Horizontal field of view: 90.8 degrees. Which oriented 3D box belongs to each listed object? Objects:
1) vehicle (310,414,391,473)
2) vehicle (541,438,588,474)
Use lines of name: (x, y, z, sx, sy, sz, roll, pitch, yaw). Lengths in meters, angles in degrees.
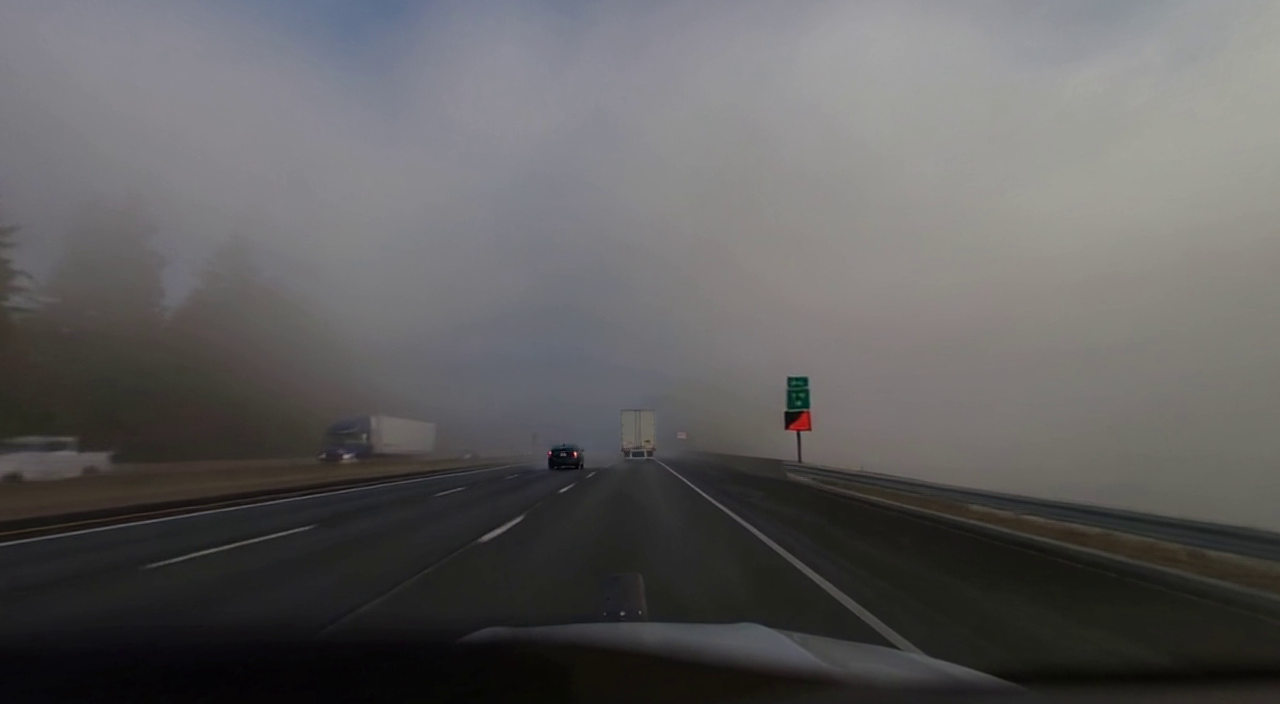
vehicle: (-20.850, 6.668, 45.865, 3.033, 3.995, 5.883, 0, -9, -1)
vehicle: (-4.183, 5.839, 35.574, 2.139, 1.925, 4.312, 0, -9, -1)
